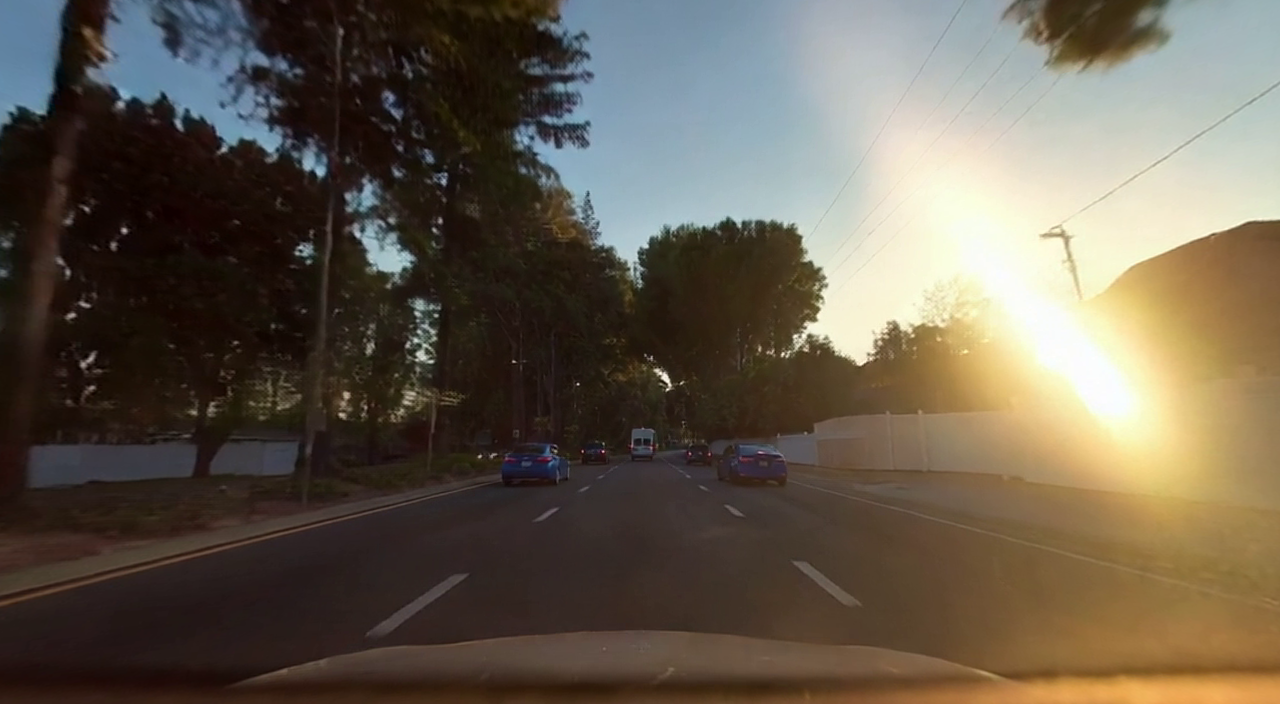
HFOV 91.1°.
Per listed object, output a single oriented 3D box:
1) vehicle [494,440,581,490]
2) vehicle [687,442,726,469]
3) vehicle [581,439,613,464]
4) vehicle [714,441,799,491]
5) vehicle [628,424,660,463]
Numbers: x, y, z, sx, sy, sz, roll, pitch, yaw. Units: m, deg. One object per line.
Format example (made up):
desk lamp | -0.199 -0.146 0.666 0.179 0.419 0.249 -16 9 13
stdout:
vehicle | -3.309 3.730 21.225 2.036 1.474 4.647 0 -8 2
vehicle | 4.089 6.443 39.288 1.905 1.520 4.340 1 -8 -1
vehicle | -3.202 7.437 47.143 2.021 1.715 4.329 0 -8 1
vehicle | 3.653 3.646 20.513 1.945 1.469 4.258 0 -8 0
vehicle | 0.324 6.961 47.724 2.311 2.726 5.814 0 -8 1
